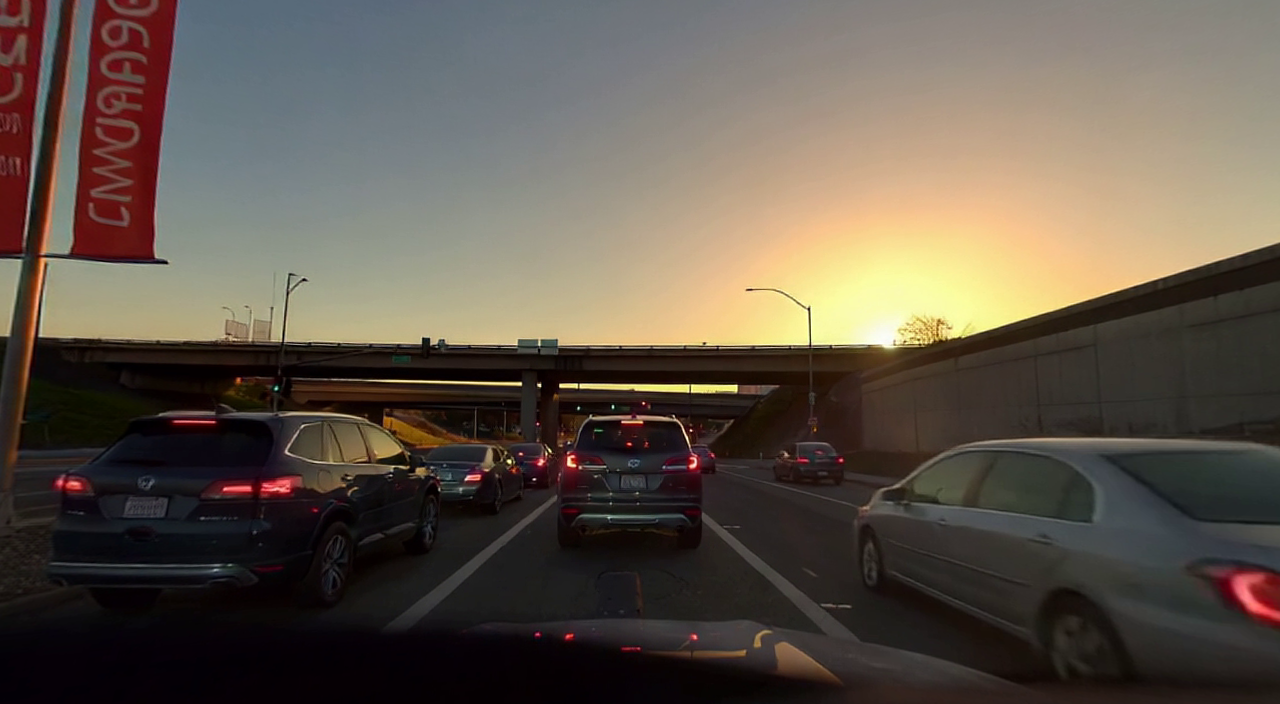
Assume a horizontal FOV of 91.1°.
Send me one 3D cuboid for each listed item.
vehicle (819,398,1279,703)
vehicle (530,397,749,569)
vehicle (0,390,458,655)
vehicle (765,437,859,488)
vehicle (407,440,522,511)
[{"bbox_3d":[3.015,1.197,4.016,2.228,1.472,4.939,0,-9,-1],"label":"vehicle"},{"bbox_3d":[-0.083,1.767,9.219,2.409,1.864,4.471,0,-9,-2],"label":"vehicle"},{"bbox_3d":[-3.499,1.429,6.289,2.039,1.709,4.265,0,-9,0],"label":"vehicle"},{"bbox_3d":[6.413,4.171,24.071,2.191,1.730,4.658,0,-9,-1],"label":"vehicle"},{"bbox_3d":[-4.148,2.946,15.437,1.797,1.505,3.506,0,-9,0],"label":"vehicle"}]
